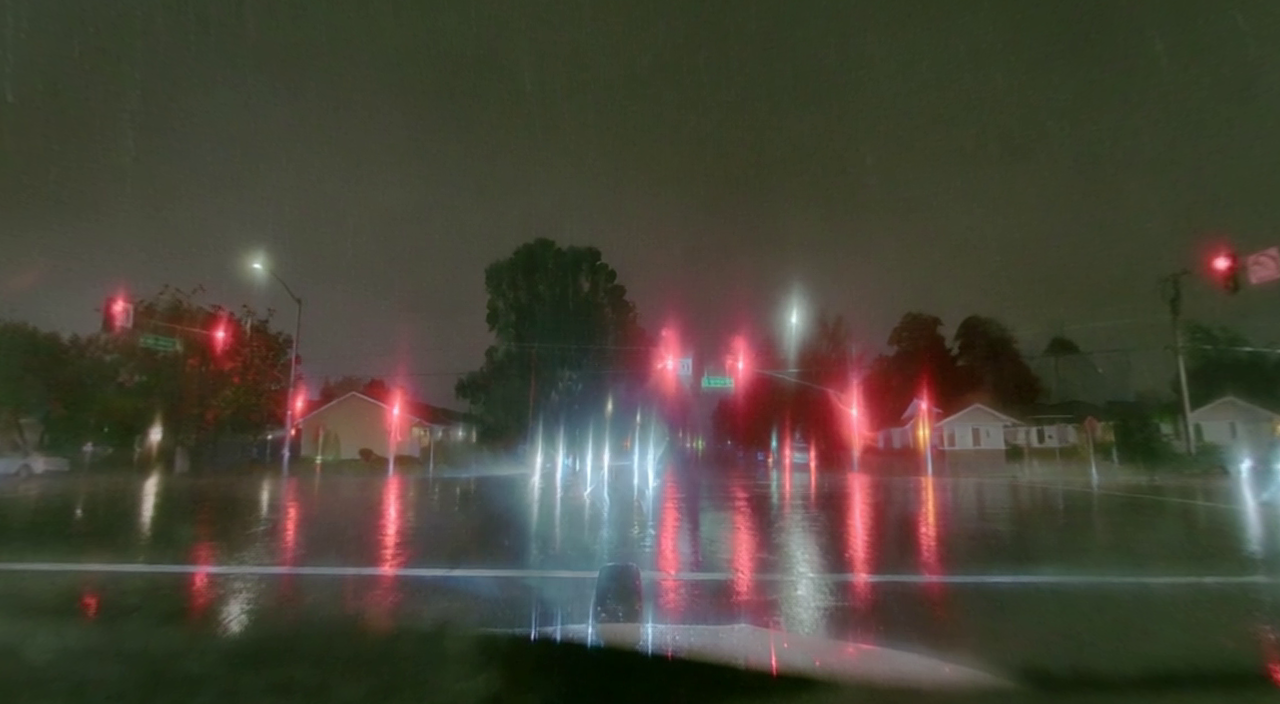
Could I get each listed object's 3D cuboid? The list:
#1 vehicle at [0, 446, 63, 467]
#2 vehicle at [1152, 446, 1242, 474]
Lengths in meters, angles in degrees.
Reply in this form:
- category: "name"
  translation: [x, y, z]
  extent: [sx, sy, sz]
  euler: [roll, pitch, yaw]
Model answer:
- category: "vehicle"
  translation: [-44.283, 7.501, 45.386]
  extent: [3.949, 1.422, 1.744]
  euler: [0, -9, 1]
- category: "vehicle"
  translation: [36.780, 7.097, 41.878]
  extent: [1.853, 1.723, 4.460]
  euler: [0, -9, -1]
